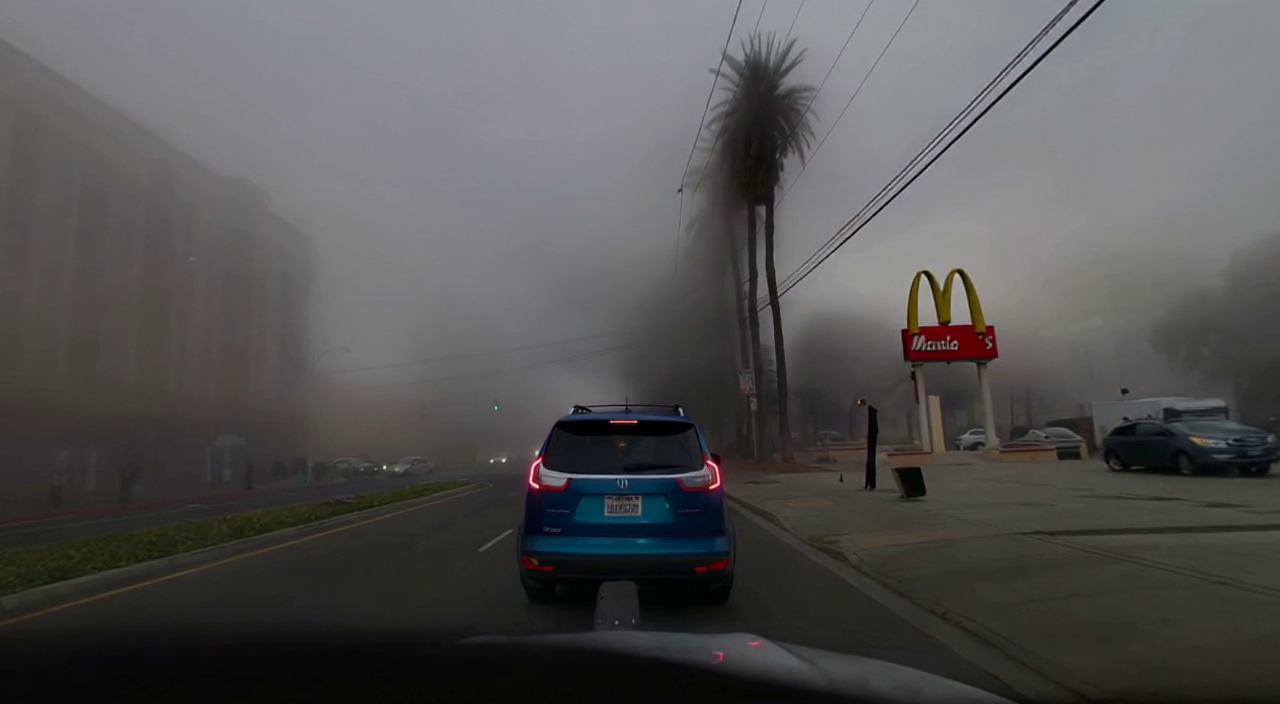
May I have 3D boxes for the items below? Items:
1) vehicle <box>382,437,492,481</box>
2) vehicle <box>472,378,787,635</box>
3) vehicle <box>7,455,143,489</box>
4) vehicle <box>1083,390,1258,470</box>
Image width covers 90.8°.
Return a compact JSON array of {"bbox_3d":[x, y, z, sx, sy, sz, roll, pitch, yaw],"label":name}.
[{"bbox_3d":[-10.261,5.520,32.636,2.448,2.043,5.988,-3,-10,15],"label":"vehicle"},{"bbox_3d":[-0.121,1.388,6.526,2.234,1.818,3.869,0,-9,-2],"label":"vehicle"},{"bbox_3d":[-27.933,5.929,31.449,4.593,1.528,1.979,5,-10,-29],"label":"vehicle"},{"bbox_3d":[16.097,2.407,19.060,6.060,2.047,2.490,6,-11,-36],"label":"vehicle"}]
